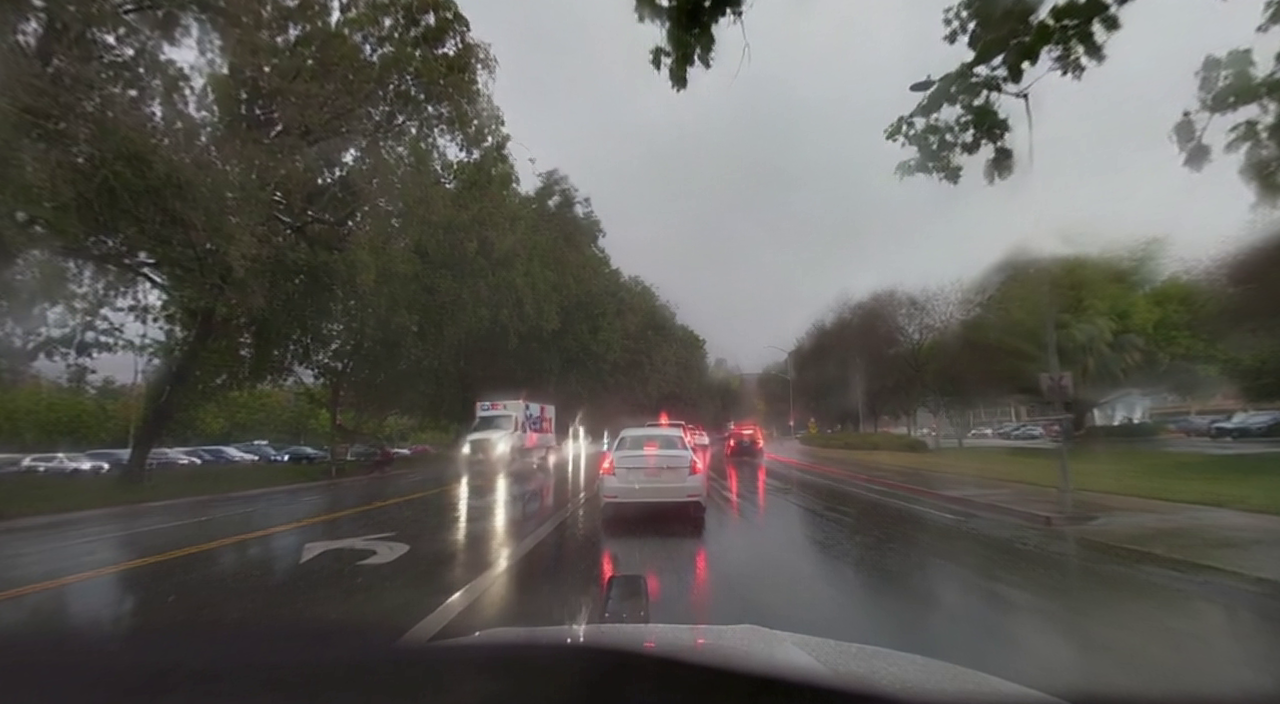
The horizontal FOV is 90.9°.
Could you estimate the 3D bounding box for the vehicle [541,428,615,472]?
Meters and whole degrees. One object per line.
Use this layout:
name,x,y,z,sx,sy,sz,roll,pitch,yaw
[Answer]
vehicle,-2.686,4.415,28.536,2.057,1.786,4.725,-2,-8,11

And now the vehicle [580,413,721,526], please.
vehicle,0.186,2.112,11.861,2.154,1.710,4.128,-1,-8,1

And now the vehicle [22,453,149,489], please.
vehicle,-27.959,6.008,31.886,4.743,1.671,1.842,-1,-8,4

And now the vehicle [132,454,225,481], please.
vehicle,-26.910,6.739,36.834,4.260,1.498,1.769,-2,-8,9

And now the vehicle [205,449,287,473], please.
vehicle,-26.313,7.280,42.178,4.398,1.532,1.769,-2,-8,7

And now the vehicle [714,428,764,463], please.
vehicle,5.347,5.121,34.666,2.155,1.786,4.459,-1,-8,2

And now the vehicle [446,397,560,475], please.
vehicle,-6.505,4.297,31.906,2.961,3.316,9.483,-1,-8,5
